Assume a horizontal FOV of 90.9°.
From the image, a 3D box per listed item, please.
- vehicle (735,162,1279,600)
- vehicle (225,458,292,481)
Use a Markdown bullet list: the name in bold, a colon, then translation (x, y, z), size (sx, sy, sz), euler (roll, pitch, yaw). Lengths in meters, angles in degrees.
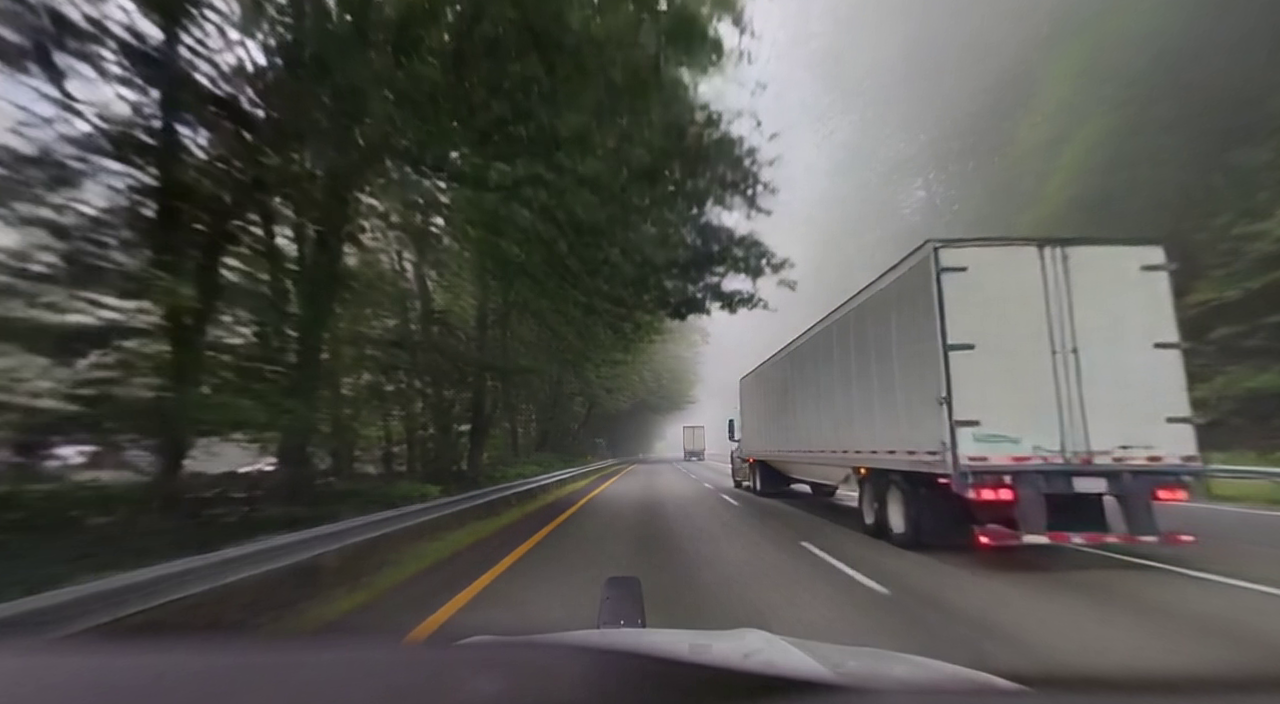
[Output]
- **vehicle**: translation (4.406, 1.245, 12.644), size (2.859, 3.984, 14.045), euler (0, -9, 0)
- **vehicle**: translation (-26.476, 8.137, 43.877), size (1.793, 1.433, 4.368), euler (0, -9, 2)
